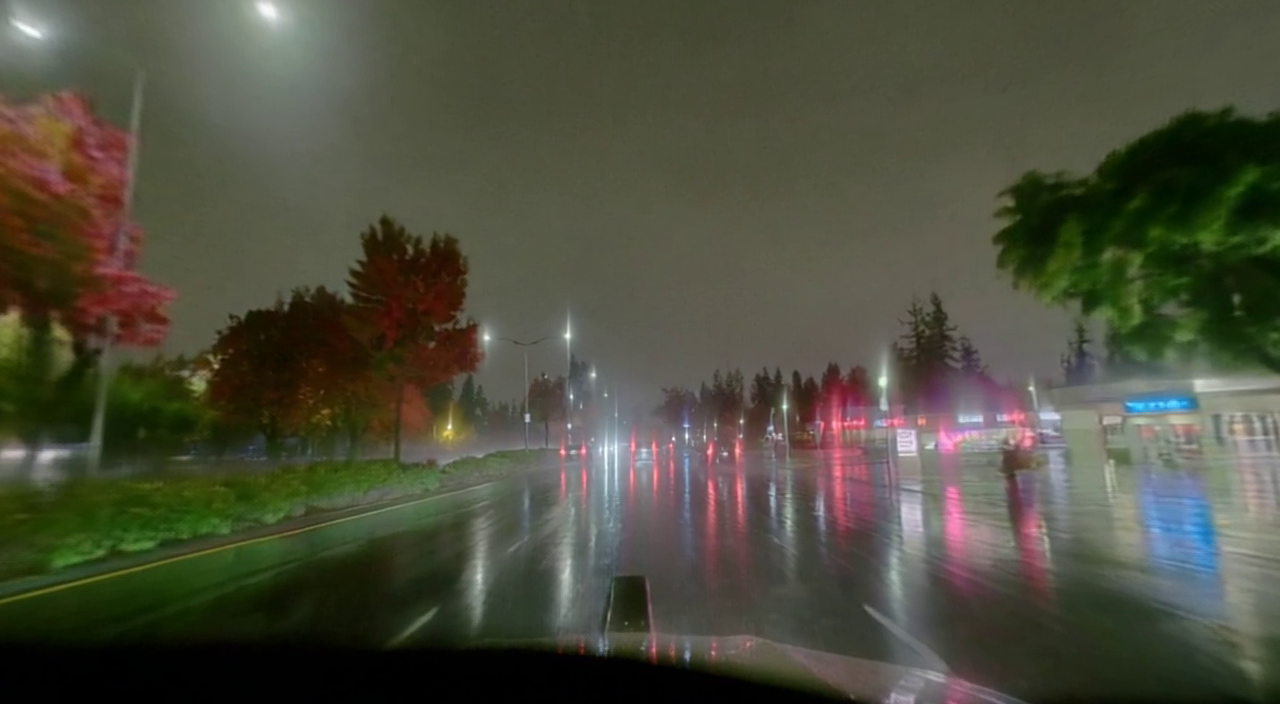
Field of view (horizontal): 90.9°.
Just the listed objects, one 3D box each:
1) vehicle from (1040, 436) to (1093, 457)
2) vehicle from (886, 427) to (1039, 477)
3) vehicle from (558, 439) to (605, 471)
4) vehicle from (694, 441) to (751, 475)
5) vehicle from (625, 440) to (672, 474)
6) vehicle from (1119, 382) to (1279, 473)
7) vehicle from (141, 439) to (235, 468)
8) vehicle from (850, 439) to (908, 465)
[{"bbox_3d":[32.693,7.261,48.411,1.777,1.465,3.743,-1,-9,7],"label":"vehicle"},{"bbox_3d":[13.375,4.189,26.429,5.144,1.834,2.188,-2,-9,2],"label":"vehicle"},{"bbox_3d":[-3.025,5.444,33.487,1.995,1.607,4.086,0,-8,1],"label":"vehicle"},{"bbox_3d":[3.788,4.947,29.712,2.012,1.462,4.400,0,-8,-1],"label":"vehicle"},{"bbox_3d":[0.380,4.913,29.684,2.059,1.477,4.216,0,-8,0],"label":"vehicle"},{"bbox_3d":[26.141,3.236,27.103,8.385,3.654,2.810,-1,-8,2],"label":"vehicle"},{"bbox_3d":[-34.964,7.827,49.053,2.578,1.973,6.455,1,-8,-1],"label":"vehicle"},{"bbox_3d":[15.456,6.486,41.047,2.099,1.526,4.555,-1,-8,2],"label":"vehicle"}]
